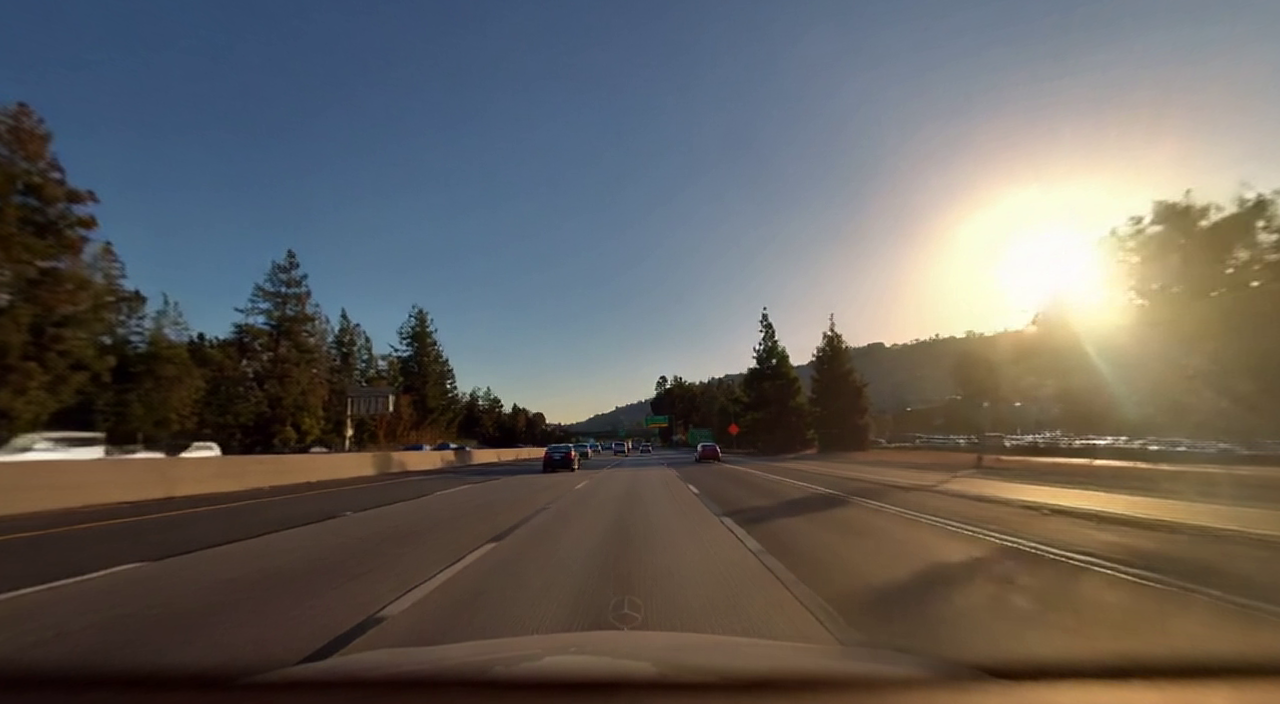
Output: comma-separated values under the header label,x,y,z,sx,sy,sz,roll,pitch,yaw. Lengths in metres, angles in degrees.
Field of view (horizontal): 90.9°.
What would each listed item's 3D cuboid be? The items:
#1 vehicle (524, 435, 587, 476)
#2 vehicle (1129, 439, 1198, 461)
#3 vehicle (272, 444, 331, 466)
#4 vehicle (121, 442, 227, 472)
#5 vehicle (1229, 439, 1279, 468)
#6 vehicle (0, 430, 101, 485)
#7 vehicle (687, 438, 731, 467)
label,x,y,z,sx,sy,sz,roll,pitch,yaw
vehicle,-3.775,4.717,28.982,2.196,1.733,4.355,0,-8,1
vehicle,37.044,6.966,44.691,3.350,1.347,1.608,-3,-8,-1
vehicle,-24.466,7.451,45.778,1.774,1.501,4.471,0,-8,1
vehicle,-28.417,6.406,38.768,2.158,1.692,5.672,0,-8,1
vehicle,36.859,5.822,36.350,3.856,1.480,1.766,-3,-8,0
vehicle,-21.027,3.371,20.251,2.244,1.684,5.795,0,-8,1
vehicle,4.227,6.275,39.487,2.229,1.704,4.392,0,-8,0
